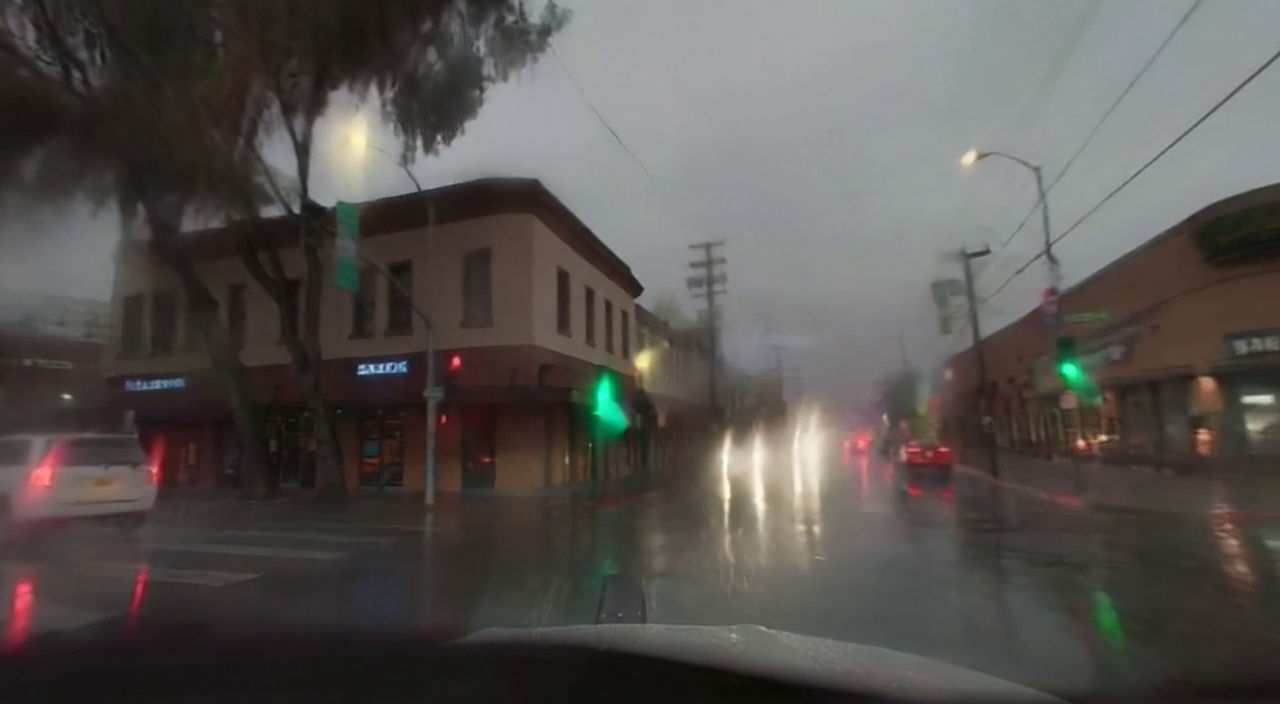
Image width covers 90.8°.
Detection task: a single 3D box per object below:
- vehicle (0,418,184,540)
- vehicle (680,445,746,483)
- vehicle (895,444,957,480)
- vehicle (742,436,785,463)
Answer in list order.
[{"bbox_3d":[-11.401,2.304,12.105,4.611,1.882,2.440,-5,-10,29],"label":"vehicle"},{"bbox_3d":[3.549,5.271,30.108,2.179,1.596,4.286,-3,-9,19],"label":"vehicle"},{"bbox_3d":[13.053,5.004,29.068,2.062,1.526,3.989,-3,-9,17],"label":"vehicle"},{"bbox_3d":[9.580,7.547,48.619,2.510,1.859,5.449,-4,-11,18],"label":"vehicle"}]
